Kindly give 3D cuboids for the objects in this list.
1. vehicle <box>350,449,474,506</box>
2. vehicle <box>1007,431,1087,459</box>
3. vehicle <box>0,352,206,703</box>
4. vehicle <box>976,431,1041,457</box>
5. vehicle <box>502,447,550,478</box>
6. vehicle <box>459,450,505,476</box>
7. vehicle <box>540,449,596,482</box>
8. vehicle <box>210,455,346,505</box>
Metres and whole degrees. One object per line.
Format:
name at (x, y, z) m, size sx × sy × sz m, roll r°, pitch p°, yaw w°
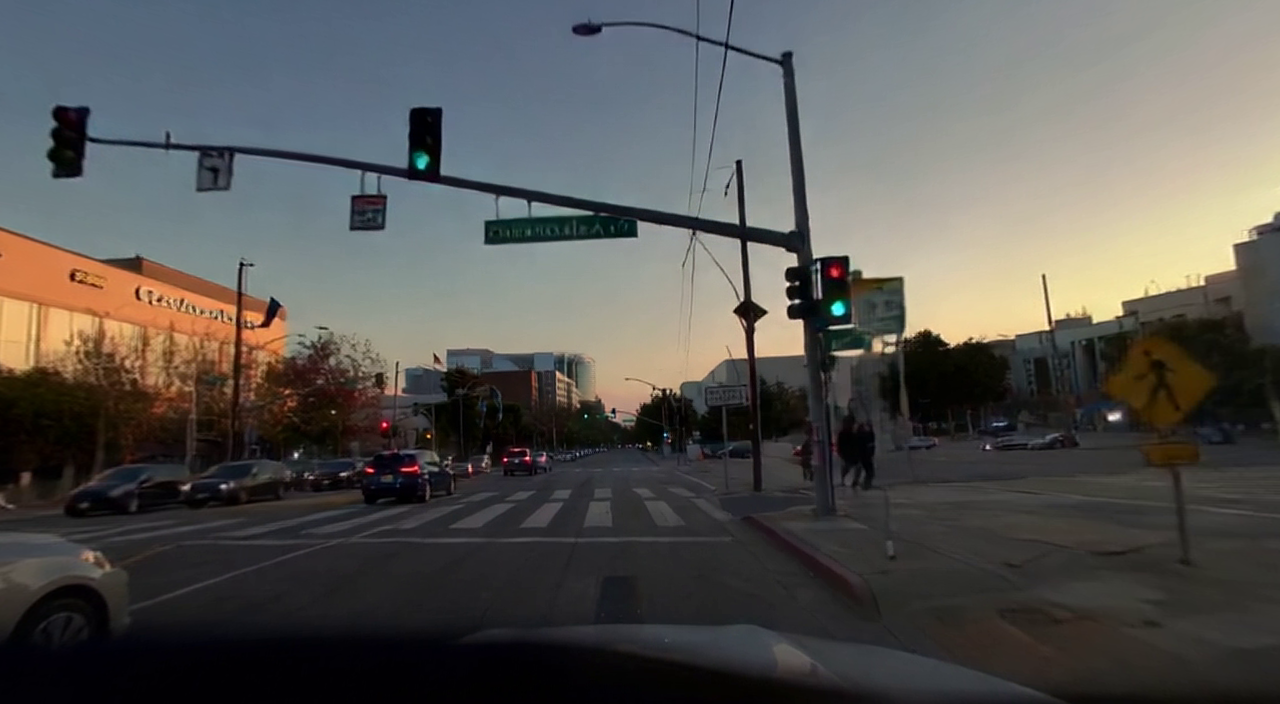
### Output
vehicle at (-6.593, 3.663, 18.851) m, size 1.960 × 1.479 × 4.654 m, roll 0°, pitch -9°, yaw 0°
vehicle at (27.461, 6.353, 42.672) m, size 2.083 × 1.668 × 4.638 m, roll -1°, pitch -10°, yaw -3°
vehicle at (-3.358, 0.647, 1.039) m, size 2.042 × 1.673 × 4.516 m, roll 0°, pitch -9°, yaw 0°
vehicle at (24.652, 6.213, 42.253) m, size 1.690 × 1.559 × 3.521 m, roll 5°, pitch -10°, yaw -14°
vehicle at (-6.669, 6.495, 37.207) m, size 2.012 × 1.664 × 3.917 m, roll 0°, pitch -9°, yaw 1°
vehicle at (-11.409, 8.001, 45.766) m, size 1.985 × 1.756 × 4.665 m, roll 0°, pitch -9°, yaw 2°
vehicle at (-3.431, 5.538, 30.951) m, size 2.147 × 1.472 × 4.406 m, roll 0°, pitch -9°, yaw 1°
vehicle at (-12.516, 4.418, 22.171) m, size 1.973 × 1.496 × 4.448 m, roll 0°, pitch -9°, yaw 3°
